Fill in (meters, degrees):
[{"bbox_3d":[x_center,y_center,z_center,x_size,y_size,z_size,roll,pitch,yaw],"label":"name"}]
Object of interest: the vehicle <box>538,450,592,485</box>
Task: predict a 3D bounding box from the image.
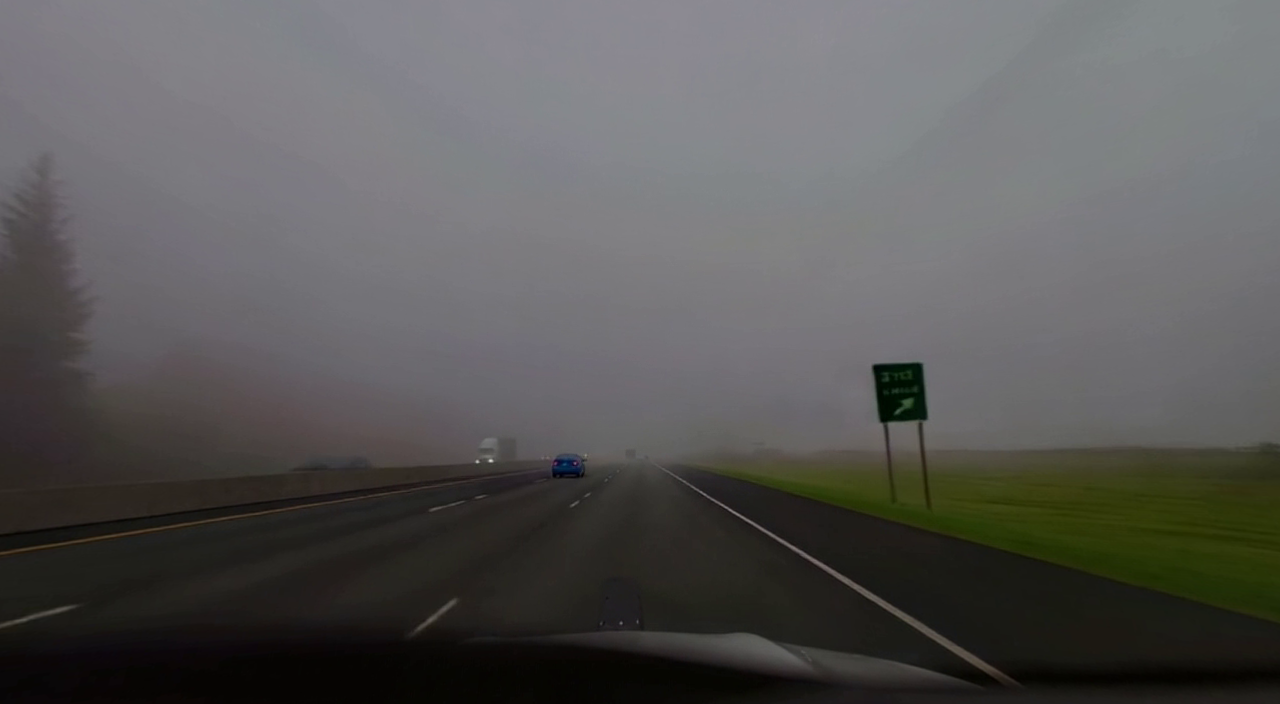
[{"bbox_3d":[-3.553,5.551,30.573,2.121,1.537,3.852,0,-9,0],"label":"vehicle"}]
